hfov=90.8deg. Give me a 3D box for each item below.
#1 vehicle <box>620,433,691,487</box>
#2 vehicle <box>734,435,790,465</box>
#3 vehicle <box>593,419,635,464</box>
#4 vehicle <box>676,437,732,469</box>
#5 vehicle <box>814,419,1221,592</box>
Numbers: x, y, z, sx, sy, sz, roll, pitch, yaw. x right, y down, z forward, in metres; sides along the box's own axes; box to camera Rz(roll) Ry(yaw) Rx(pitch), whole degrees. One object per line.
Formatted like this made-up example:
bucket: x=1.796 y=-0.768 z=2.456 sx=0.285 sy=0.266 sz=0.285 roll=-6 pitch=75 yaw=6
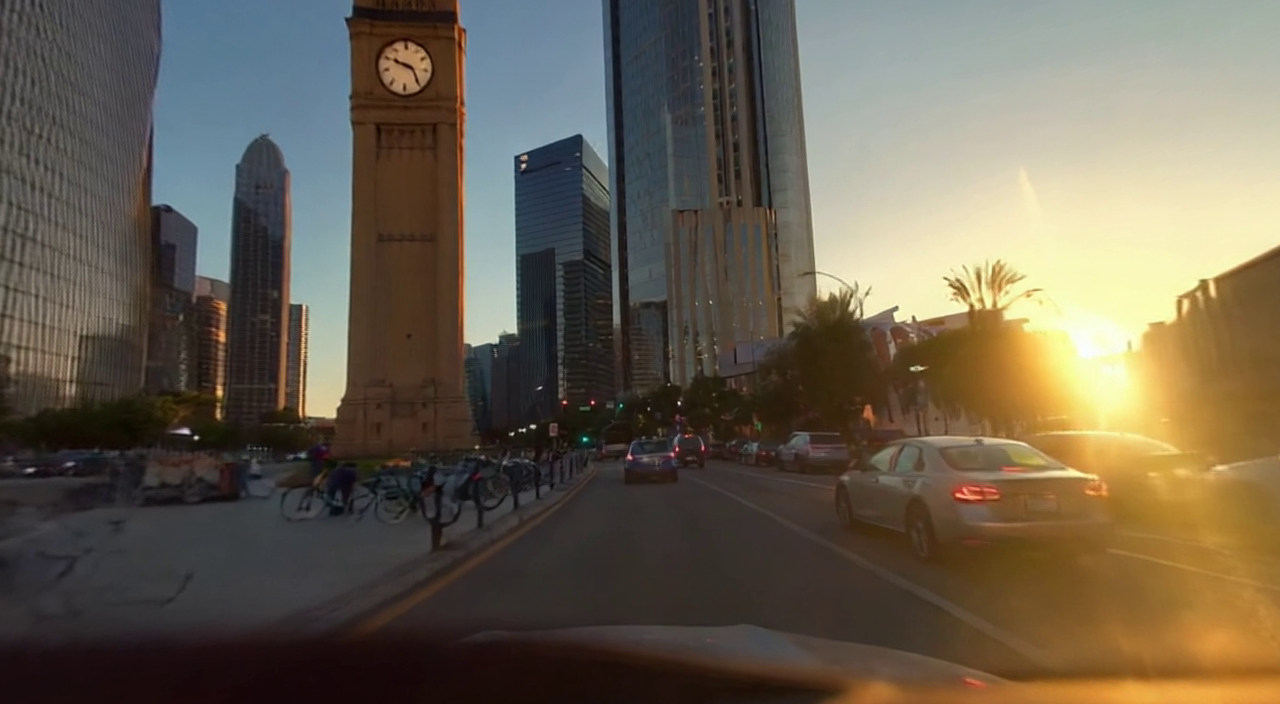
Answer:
vehicle: x=0.406 y=3.526 z=20.945 sx=2.111 sy=1.605 sz=3.832 roll=0 pitch=-8 yaw=-2
vehicle: x=7.310 y=5.919 z=38.255 sx=2.067 sy=1.641 sz=4.569 roll=1 pitch=-9 yaw=-6
vehicle: x=-1.919 y=6.263 z=44.133 sx=2.400 sy=2.872 sz=6.053 roll=1 pitch=-9 yaw=-7
vehicle: x=3.318 y=5.339 z=33.554 sx=1.981 sy=1.572 sz=4.718 roll=1 pitch=-9 yaw=-6
vehicle: x=4.018 y=1.707 z=8.009 sx=2.116 sy=1.500 sz=4.702 roll=0 pitch=-8 yaw=-2
